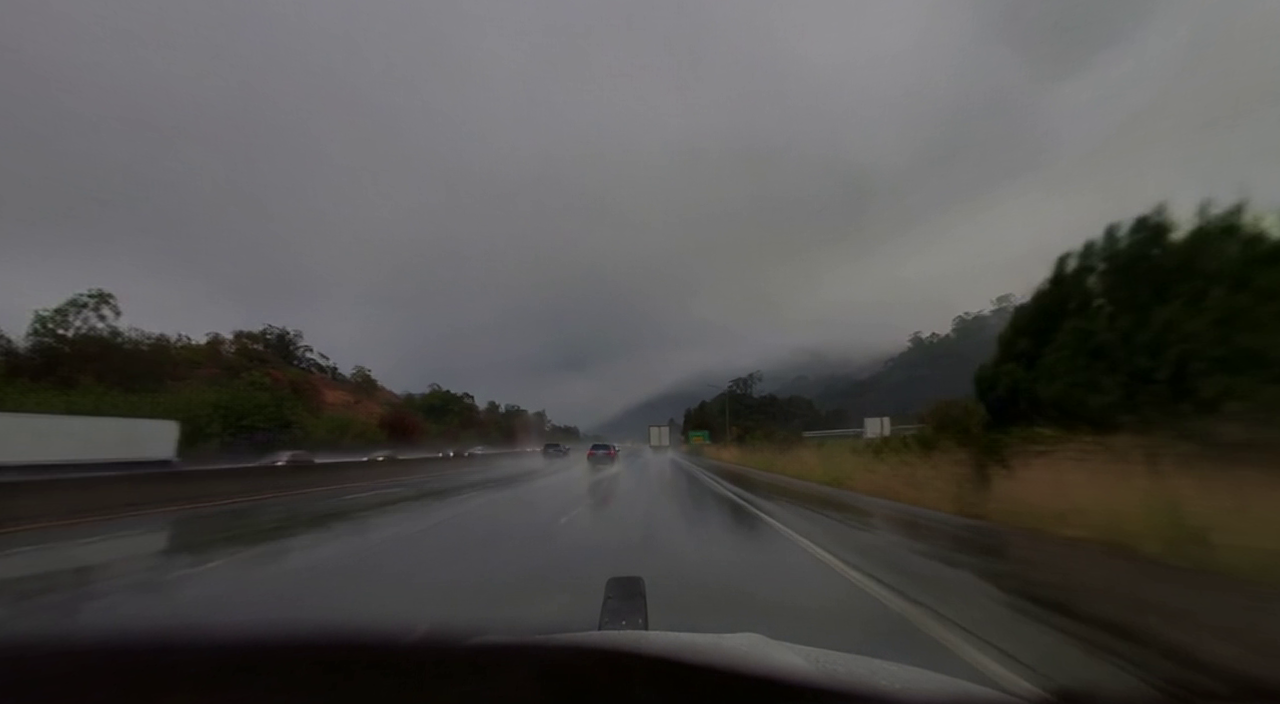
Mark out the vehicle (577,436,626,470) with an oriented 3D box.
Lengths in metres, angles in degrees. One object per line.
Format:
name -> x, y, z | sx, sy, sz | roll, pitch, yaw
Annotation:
vehicle -> -2.114, 5.733, 36.002 | 2.283, 1.802, 4.810 | 0, -9, 2

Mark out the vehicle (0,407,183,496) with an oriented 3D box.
vehicle -> -35.363, 5.811, 36.987 | 3.042, 4.687, 18.122 | 0, -9, 2

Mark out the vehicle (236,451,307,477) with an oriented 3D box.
vehicle -> -27.285, 8.277, 46.915 | 2.181, 1.785, 4.823 | 0, -9, 2

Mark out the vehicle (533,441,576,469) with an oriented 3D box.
vehicle -> -5.526, 6.725, 41.442 | 2.062, 1.691, 4.278 | 0, -9, 2
